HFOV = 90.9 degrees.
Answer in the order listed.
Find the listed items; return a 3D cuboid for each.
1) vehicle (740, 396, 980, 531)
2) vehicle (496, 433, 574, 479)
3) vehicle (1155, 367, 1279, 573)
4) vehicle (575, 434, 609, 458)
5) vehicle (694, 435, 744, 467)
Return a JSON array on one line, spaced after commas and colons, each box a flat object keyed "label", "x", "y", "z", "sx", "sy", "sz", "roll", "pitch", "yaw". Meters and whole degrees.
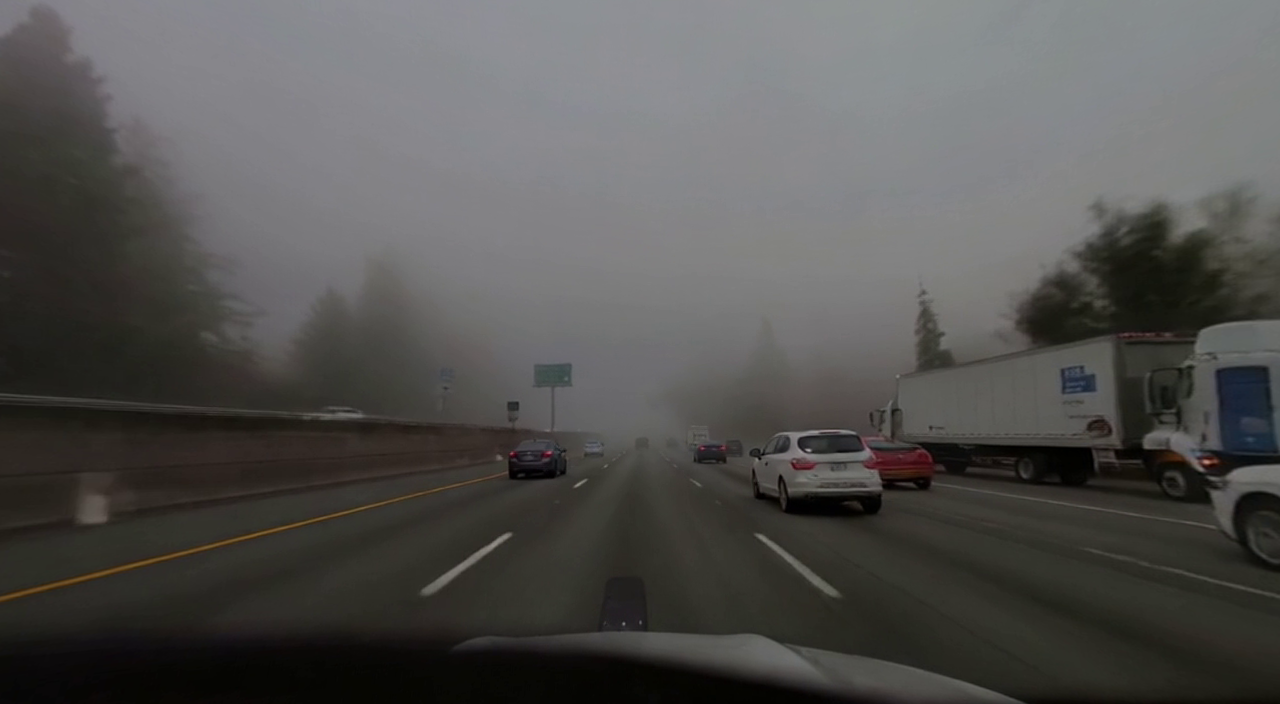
[{"label": "vehicle", "x": 3.620, "y": 2.011, "z": 11.948, "sx": 2.517, "sy": 1.935, "sz": 5.552, "roll": 0, "pitch": -8, "yaw": 0}, {"label": "vehicle", "x": -3.608, "y": 3.654, "z": 22.405, "sx": 1.978, "sy": 1.473, "sz": 4.073, "roll": 0, "pitch": -8, "yaw": 2}, {"label": "vehicle", "x": 7.308, "y": 0.926, "z": 4.621, "sx": 2.291, "sy": 1.968, "sz": 5.662, "roll": 0, "pitch": -8, "yaw": 1}, {"label": "vehicle", "x": -3.352, "y": 6.645, "z": 44.672, "sx": 2.020, "sy": 1.628, "sz": 4.248, "roll": 0, "pitch": -8, "yaw": 1}, {"label": "vehicle", "x": 3.905, "y": 4.991, "z": 31.852, "sx": 1.953, "sy": 1.480, "sz": 4.053, "roll": 0, "pitch": -8, "yaw": -1}]
